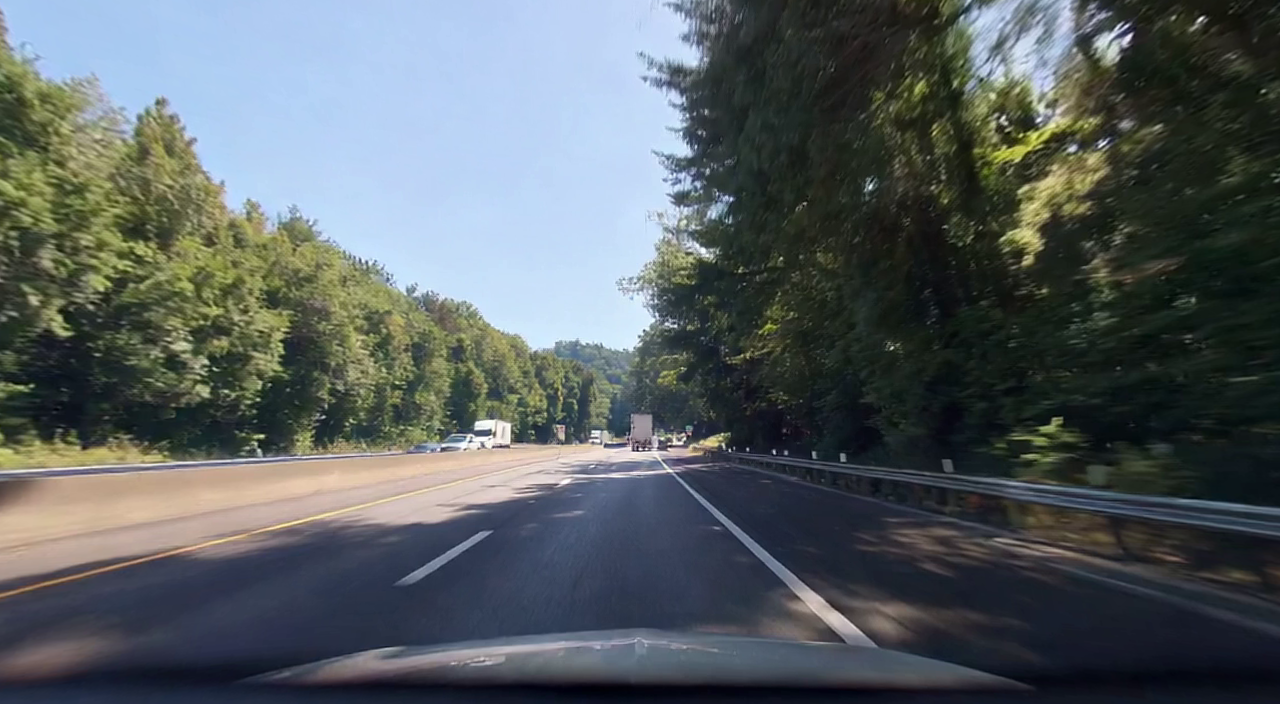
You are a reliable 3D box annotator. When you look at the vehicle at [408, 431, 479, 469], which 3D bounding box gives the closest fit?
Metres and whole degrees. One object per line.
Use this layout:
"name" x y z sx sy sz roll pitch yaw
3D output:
"vehicle" -10.984 5.507 35.647 2.326 1.919 5.089 -1 -8 1
